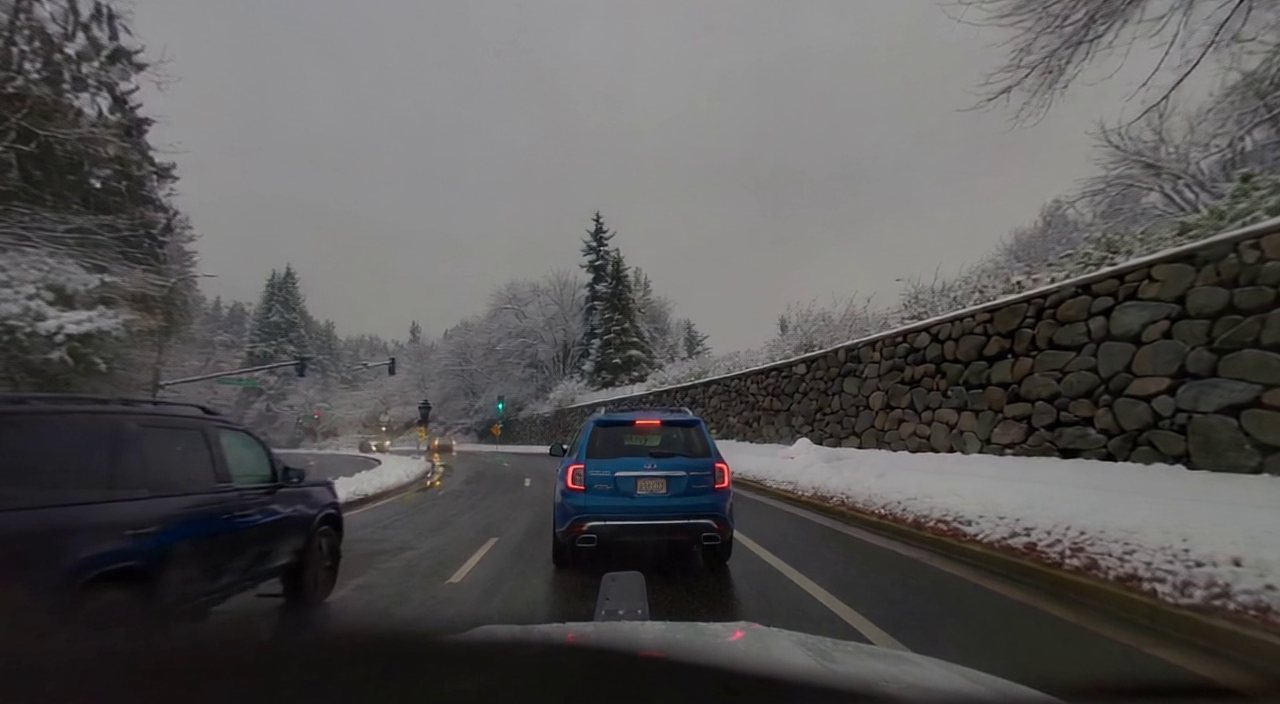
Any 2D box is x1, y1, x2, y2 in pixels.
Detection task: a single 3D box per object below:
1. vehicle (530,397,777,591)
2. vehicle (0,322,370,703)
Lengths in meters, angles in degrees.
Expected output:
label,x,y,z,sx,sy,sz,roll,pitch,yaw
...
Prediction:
label,x,y,z,sx,sy,sz,roll,pitch,yaw
vehicle,-0.048,1.618,8.051,2.287,1.762,4.269,1,-8,-5
vehicle,-3.437,0.961,3.505,2.205,1.716,4.448,1,-8,-5
